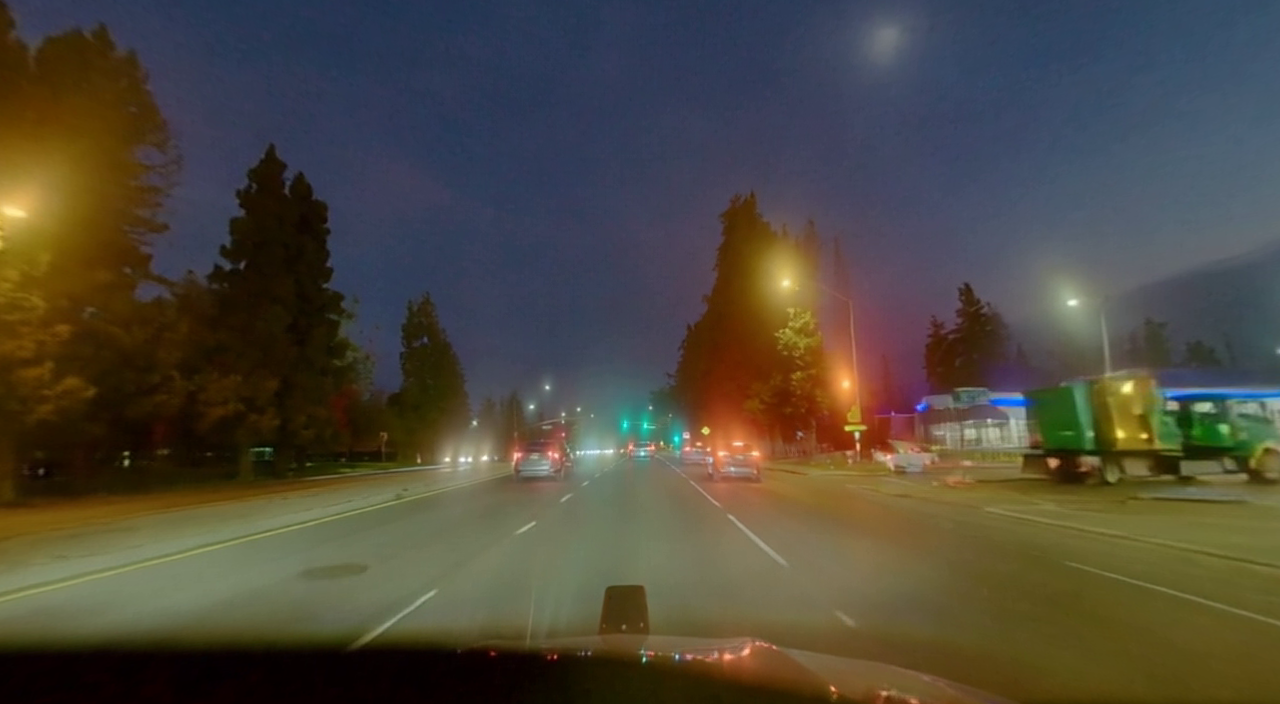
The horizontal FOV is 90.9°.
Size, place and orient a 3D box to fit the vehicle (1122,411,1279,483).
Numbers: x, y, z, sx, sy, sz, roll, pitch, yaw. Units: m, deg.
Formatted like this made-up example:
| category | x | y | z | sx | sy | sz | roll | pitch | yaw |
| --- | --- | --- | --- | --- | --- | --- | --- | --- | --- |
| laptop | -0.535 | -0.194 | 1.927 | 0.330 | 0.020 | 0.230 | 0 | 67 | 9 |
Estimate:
| category | x | y | z | sx | sy | sz | roll | pitch | yaw |
| --- | --- | --- | --- | --- | --- | --- | --- | --- | --- |
| vehicle | 15.599 | 2.448 | 16.268 | 1.874 | 1.694 | 4.535 | 7 | -11 | -37 |

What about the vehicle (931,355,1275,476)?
| category | x | y | z | sx | sy | sz | roll | pitch | yaw |
| --- | --- | --- | --- | --- | --- | --- | --- | --- | --- |
| vehicle | 14.917 | 2.144 | 20.890 | 8.949 | 3.673 | 3.044 | 0 | -8 | -2 |

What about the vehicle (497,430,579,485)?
| category | x | y | z | sx | sy | sz | roll | pitch | yaw |
| --- | --- | --- | --- | --- | --- | --- | --- | --- | --- |
| vehicle | -3.355 | 3.575 | 21.702 | 2.038 | 1.682 | 4.399 | 0 | -8 | 1 |

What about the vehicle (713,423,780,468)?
| category | x | y | z | sx | sy | sz | roll | pitch | yaw |
| --- | --- | --- | --- | --- | --- | --- | --- | --- | --- |
| vehicle | 5.711 | 5.174 | 34.852 | 2.653 | 2.231 | 6.793 | 0 | -8 | 1 |

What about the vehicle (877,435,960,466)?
| category | x | y | z | sx | sy | sz | roll | pitch | yaw |
| --- | --- | --- | --- | --- | --- | --- | --- | --- | --- |
| vehicle | 14.195 | 5.056 | 32.441 | 1.969 | 1.457 | 4.719 | 0 | -8 | -2 |
